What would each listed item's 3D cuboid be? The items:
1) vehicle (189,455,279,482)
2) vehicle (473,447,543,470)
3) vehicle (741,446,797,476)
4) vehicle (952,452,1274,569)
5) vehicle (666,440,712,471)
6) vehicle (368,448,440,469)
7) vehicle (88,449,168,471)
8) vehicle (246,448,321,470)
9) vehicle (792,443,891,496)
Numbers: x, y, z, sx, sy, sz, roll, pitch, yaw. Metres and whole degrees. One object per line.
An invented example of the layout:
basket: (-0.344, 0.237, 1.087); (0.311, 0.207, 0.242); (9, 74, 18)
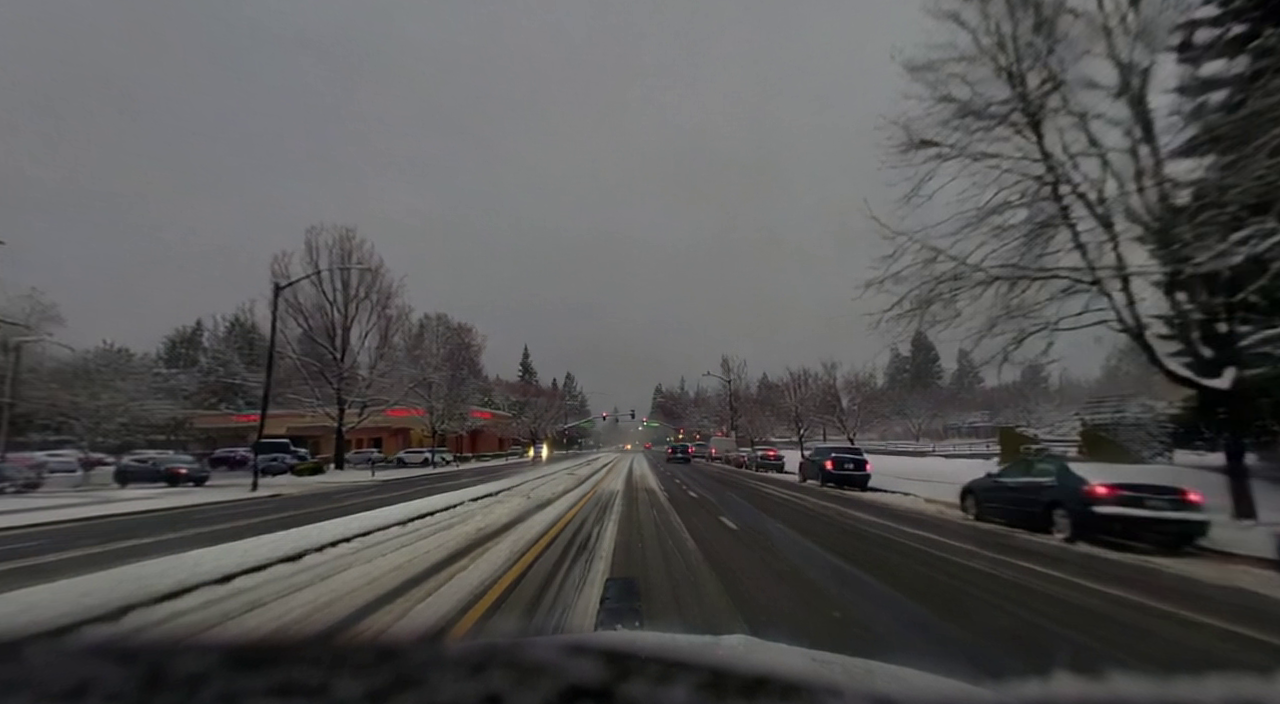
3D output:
vehicle: (-23.819, 6.817, 37.273); (1.768, 1.429, 4.423); (-2, -9, 13)
vehicle: (-9.491, 7.609, 45.420); (4.700, 1.567, 2.165); (-6, -10, 32)
vehicle: (7.267, 6.162, 36.071); (1.951, 1.601, 5.147); (0, -8, -2)
vehicle: (7.271, 2.416, 10.491); (1.852, 1.448, 4.446); (0, -8, -1)
vehicle: (2.974, 6.394, 39.333); (2.293, 1.814, 4.589); (0, -8, -3)
vehicle: (-17.734, 8.002, 47.494); (4.635, 1.457, 2.060); (-2, -9, 13)
vehicle: (-38.884, 8.175, 48.106); (1.864, 1.502, 4.432); (-2, -9, 13)
vehicle: (-25.506, 7.648, 45.371); (1.893, 1.477, 4.621); (-3, -9, 15)
vehicle: (7.140, 4.170, 22.958); (1.994, 1.691, 4.472); (0, -8, -2)
